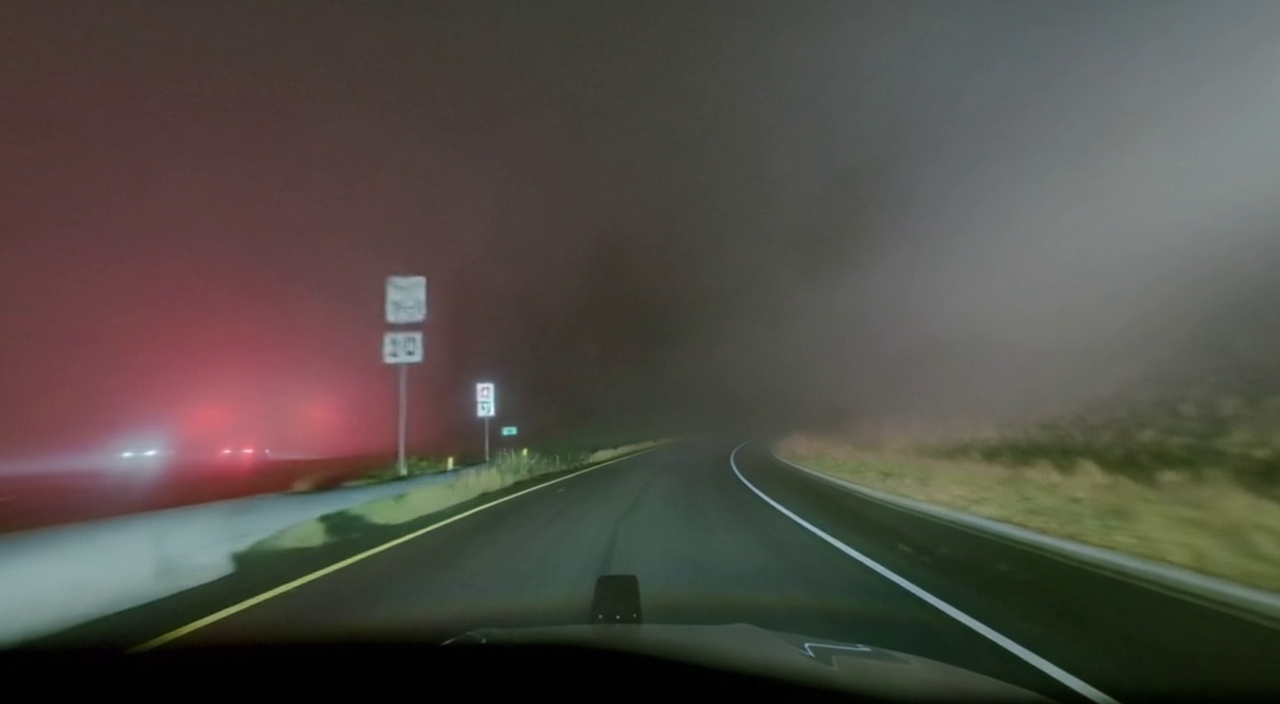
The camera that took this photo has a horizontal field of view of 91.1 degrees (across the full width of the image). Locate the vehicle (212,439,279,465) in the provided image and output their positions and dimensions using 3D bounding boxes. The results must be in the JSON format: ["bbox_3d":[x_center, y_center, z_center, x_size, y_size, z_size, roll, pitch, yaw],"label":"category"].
[{"bbox_3d":[-24.019,6.063,38.464,1.895,1.451,4.168,1,-8,-9],"label":"vehicle"}]
